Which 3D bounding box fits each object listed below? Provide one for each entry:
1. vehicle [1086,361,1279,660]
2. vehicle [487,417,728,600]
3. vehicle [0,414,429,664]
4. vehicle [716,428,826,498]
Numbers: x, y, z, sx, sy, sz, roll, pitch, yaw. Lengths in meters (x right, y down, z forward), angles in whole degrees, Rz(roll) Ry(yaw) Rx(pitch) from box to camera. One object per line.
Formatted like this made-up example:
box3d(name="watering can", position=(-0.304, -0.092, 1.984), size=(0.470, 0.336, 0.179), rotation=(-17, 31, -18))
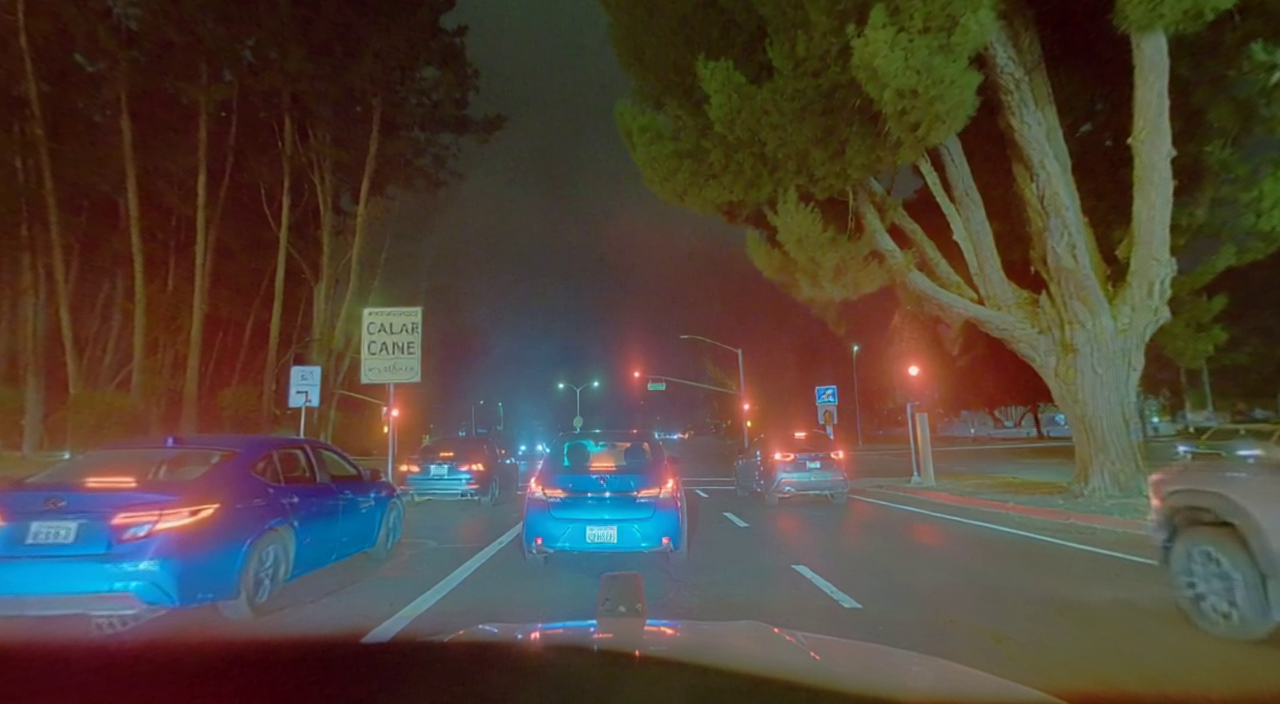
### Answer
box3d(name="vehicle", position=(4.841, 0.821, 2.958), size=(2.038, 1.750, 4.535), rotation=(0, -8, -2))
box3d(name="vehicle", position=(-0.342, 1.644, 7.552), size=(2.045, 1.533, 4.183), rotation=(0, -8, -2))
box3d(name="vehicle", position=(-3.795, 1.450, 6.059), size=(2.074, 1.485, 4.395), rotation=(0, -8, -1))
box3d(name="vehicle", position=(3.440, 3.011, 17.514), size=(2.028, 1.678, 4.220), rotation=(0, -8, -2))
